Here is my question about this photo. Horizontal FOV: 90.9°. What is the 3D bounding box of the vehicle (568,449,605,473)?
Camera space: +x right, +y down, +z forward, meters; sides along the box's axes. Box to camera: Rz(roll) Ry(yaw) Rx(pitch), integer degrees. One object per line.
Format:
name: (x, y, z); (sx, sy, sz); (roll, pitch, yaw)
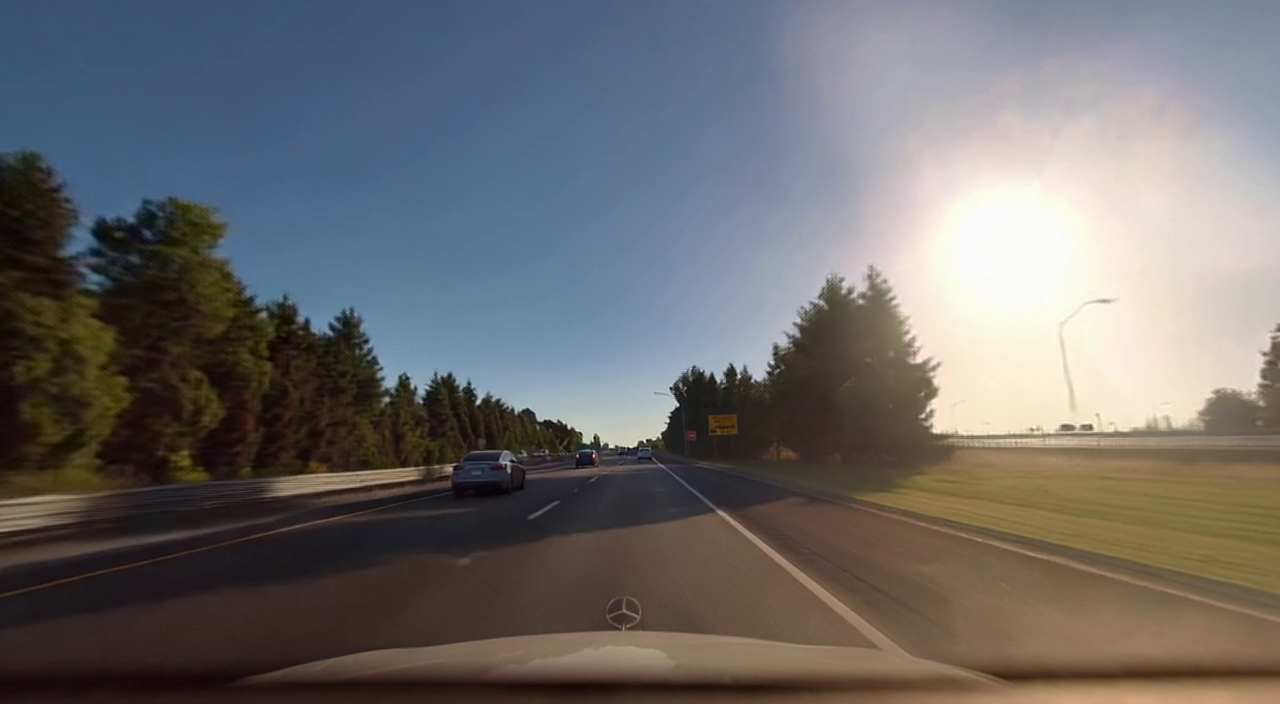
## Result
vehicle: (-3.403, 7.012, 40.743); (2.005, 1.474, 3.921); (0, -9, 1)

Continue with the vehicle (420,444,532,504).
vehicle: (-4.571, 3.472, 18.385); (1.975, 1.501, 4.603); (0, -9, 1)
